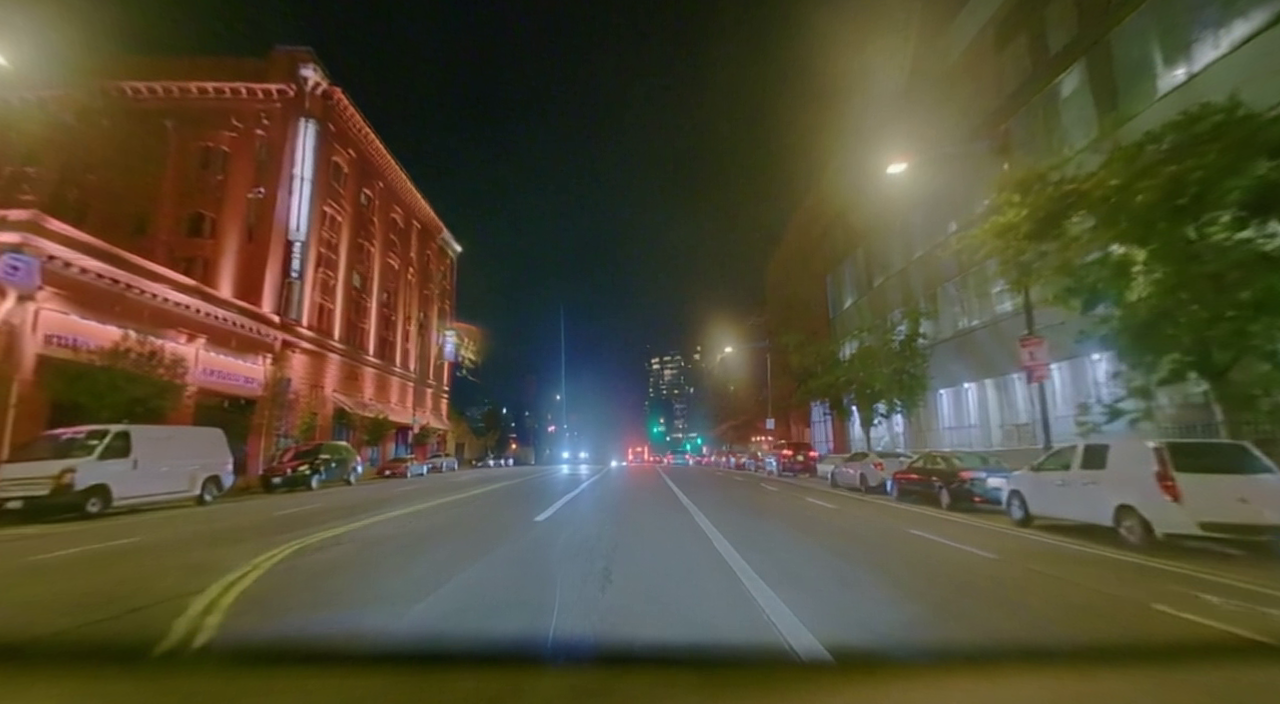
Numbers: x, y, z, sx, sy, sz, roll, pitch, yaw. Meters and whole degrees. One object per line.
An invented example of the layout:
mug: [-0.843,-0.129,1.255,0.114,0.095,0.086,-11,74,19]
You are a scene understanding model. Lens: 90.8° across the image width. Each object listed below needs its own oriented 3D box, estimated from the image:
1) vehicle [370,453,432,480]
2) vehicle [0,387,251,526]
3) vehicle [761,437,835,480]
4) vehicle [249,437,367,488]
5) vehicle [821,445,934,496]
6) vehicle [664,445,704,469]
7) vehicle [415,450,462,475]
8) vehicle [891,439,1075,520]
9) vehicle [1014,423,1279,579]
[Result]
vehicle: [-15.013,7.189,39.930,1.953,1.456,4.690,0,-8,2]
vehicle: [-14.714,2.833,17.705,3.047,3.098,6.783,0,-8,2]
vehicle: [7.868,5.367,31.996,2.305,1.984,5.002,-1,-9,-1]
vehicle: [-14.346,4.953,27.796,2.330,2.013,5.310,0,-12,-1]
vehicle: [7.812,3.936,21.334,2.018,1.489,4.620,-1,-9,0]
vehicle: [2.924,7.119,43.069,2.238,1.499,4.964,0,-8,-2]
vehicle: [-15.001,8.244,47.274,2.063,1.735,4.317,0,-8,1]
vehicle: [7.865,2.941,15.025,2.054,1.628,3.841,-1,-9,-2]
vehicle: [8.001,1.970,9.178,2.174,1.697,4.520,-1,-9,-2]
